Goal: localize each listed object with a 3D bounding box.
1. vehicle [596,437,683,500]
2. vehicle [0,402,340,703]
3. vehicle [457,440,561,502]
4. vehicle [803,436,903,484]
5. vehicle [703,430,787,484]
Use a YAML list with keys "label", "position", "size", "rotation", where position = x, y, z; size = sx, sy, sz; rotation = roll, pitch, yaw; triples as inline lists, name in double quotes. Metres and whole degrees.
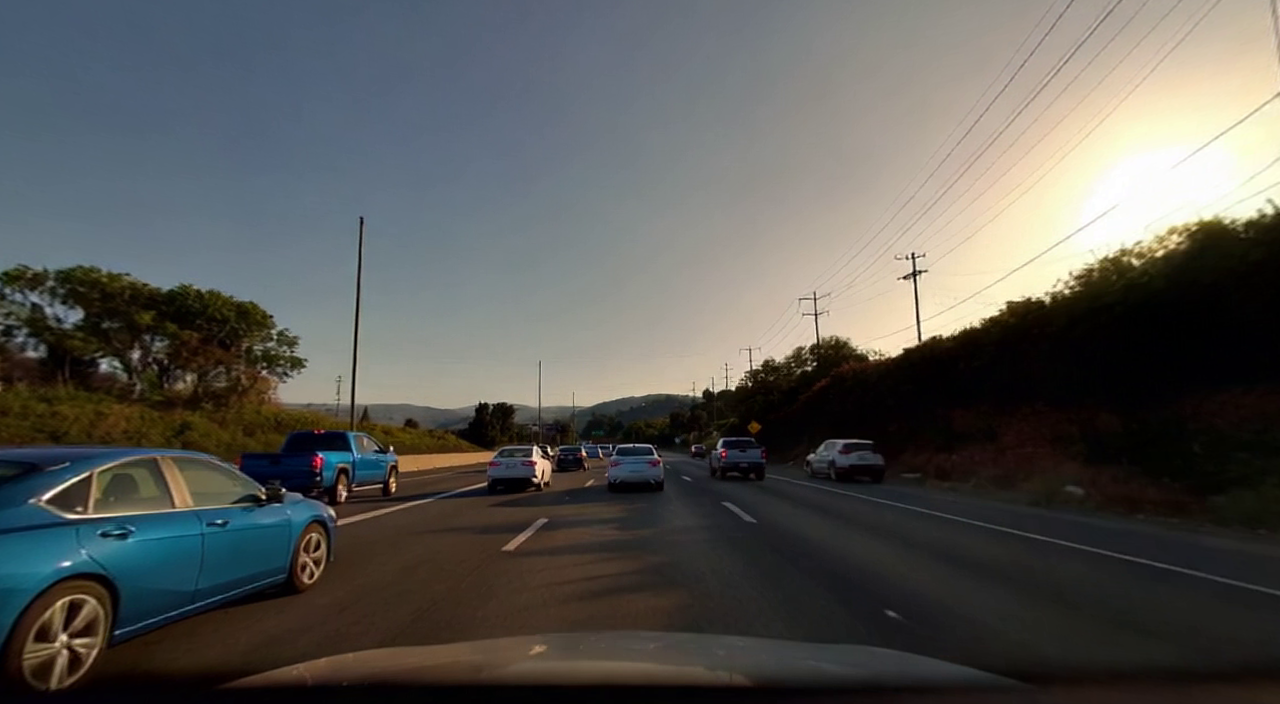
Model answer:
- label: "vehicle"
  position: [-0.034, 3.147, 17.560]
  size: [2.102, 1.499, 4.439]
  rotation: [0, -8, -1]
- label: "vehicle"
  position: [-3.728, 1.059, 3.353]
  size: [1.955, 1.481, 4.604]
  rotation: [0, -8, 1]
- label: "vehicle"
  position: [-3.365, 3.122, 17.050]
  size: [1.899, 1.437, 4.131]
  rotation: [0, -8, 1]
- label: "vehicle"
  position: [7.872, 4.018, 23.903]
  size: [1.969, 1.608, 4.865]
  rotation: [0, -8, -1]
- label: "vehicle"
  position: [3.791, 3.920, 23.922]
  size: [2.113, 1.800, 5.376]
  rotation: [0, -8, -1]
